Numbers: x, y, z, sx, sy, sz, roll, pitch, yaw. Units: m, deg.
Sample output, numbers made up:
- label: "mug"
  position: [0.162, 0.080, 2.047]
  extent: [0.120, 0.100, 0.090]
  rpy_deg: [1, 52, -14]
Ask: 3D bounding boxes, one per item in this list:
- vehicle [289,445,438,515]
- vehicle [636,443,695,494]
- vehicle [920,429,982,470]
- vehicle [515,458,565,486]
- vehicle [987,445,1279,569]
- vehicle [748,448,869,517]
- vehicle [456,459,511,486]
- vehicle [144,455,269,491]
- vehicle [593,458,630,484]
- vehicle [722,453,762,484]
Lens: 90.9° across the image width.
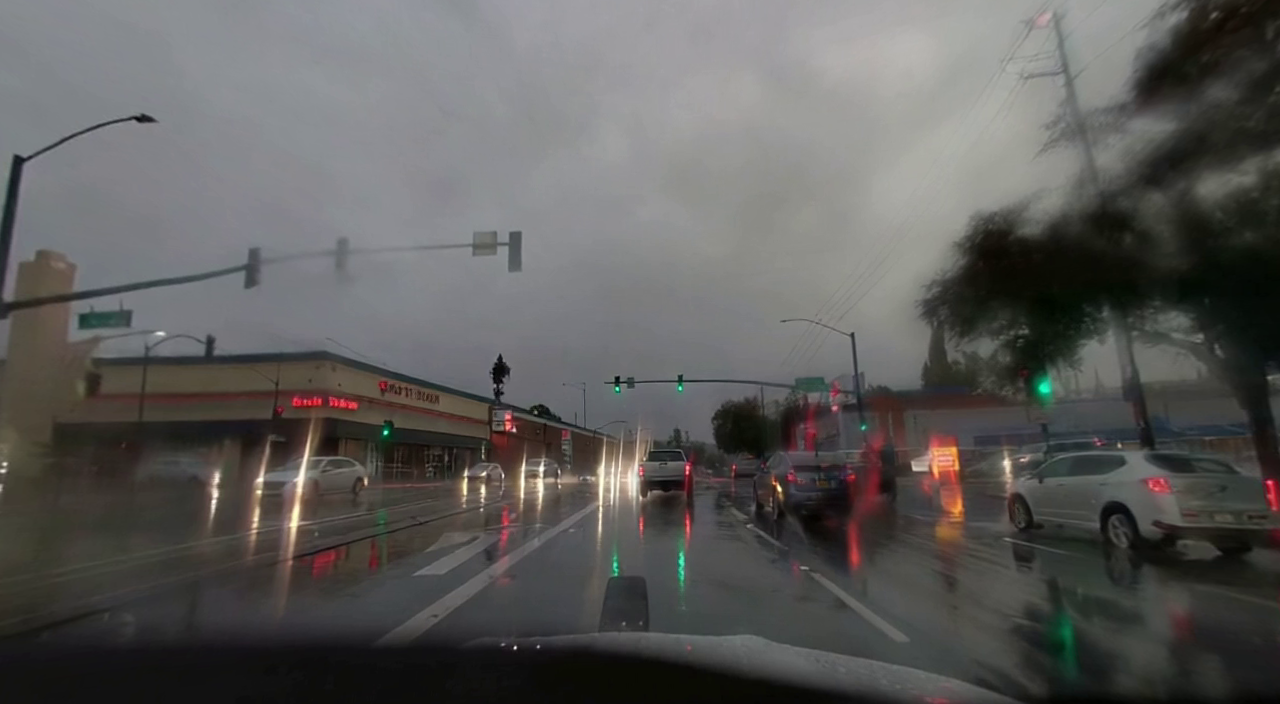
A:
- label: "vehicle"
  position: [-7.560, 3.489, 17.841]
  extent: [1.995, 1.718, 4.442]
  rpy_deg: [0, -8, 3]
- label: "vehicle"
  position: [1.110, 4.678, 25.759]
  extent: [2.210, 1.861, 4.280]
  rpy_deg: [-1, -8, 4]
- label: "vehicle"
  position: [20.193, 6.298, 40.838]
  extent: [2.521, 2.491, 5.455]
  rpy_deg: [-8, -11, 35]
- label: "vehicle"
  position: [-6.253, 7.539, 39.917]
  extent: [1.993, 1.491, 4.673]
  rpy_deg: [-1, -8, 5]
- label: "vehicle"
  position: [7.668, 2.200, 9.921]
  extent: [1.911, 1.466, 4.572]
  rpy_deg: [0, -8, 2]
- label: "vehicle"
  position: [4.120, 3.233, 16.279]
  extent: [1.963, 1.484, 4.609]
  rpy_deg: [0, -8, 1]
- label: "vehicle"
  position: [-9.865, 7.627, 40.163]
  extent: [1.938, 1.506, 4.771]
  rpy_deg: [-1, -8, 5]
- label: "vehicle"
  position: [-19.355, 5.363, 28.249]
  extent: [4.404, 1.462, 2.075]
  rpy_deg: [-2, -8, 12]
- label: "vehicle"
  position: [-2.011, 8.675, 46.226]
  extent: [2.041, 1.494, 4.647]
  rpy_deg: [-3, -6, 5]
- label: "vehicle"
  position: [6.272, 7.174, 39.061]
  extent: [2.036, 1.719, 4.318]
  rpy_deg: [-1, -8, 4]
